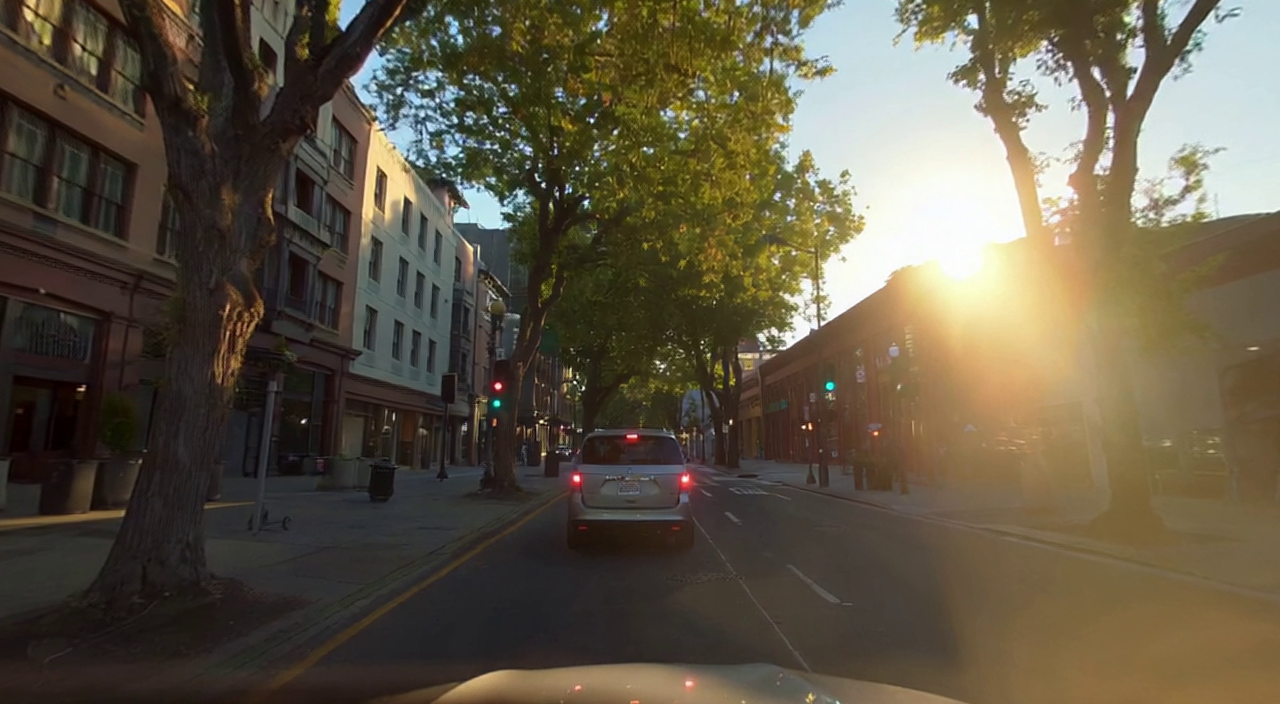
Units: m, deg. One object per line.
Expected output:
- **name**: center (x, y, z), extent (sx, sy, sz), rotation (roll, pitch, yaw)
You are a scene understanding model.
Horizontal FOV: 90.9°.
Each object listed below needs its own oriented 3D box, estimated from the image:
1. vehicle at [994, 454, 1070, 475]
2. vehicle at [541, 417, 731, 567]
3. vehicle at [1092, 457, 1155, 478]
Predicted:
- **vehicle**: center (29.755, 8.530, 47.913), extent (4.668, 1.441, 1.904), rotation (1, -9, -6)
- **vehicle**: center (-0.087, 1.824, 8.925), extent (2.079, 1.621, 3.861), rotation (0, -8, -1)
- **vehicle**: center (36.732, 8.776, 47.914), extent (3.445, 1.363, 1.608), rotation (2, -8, -1)
